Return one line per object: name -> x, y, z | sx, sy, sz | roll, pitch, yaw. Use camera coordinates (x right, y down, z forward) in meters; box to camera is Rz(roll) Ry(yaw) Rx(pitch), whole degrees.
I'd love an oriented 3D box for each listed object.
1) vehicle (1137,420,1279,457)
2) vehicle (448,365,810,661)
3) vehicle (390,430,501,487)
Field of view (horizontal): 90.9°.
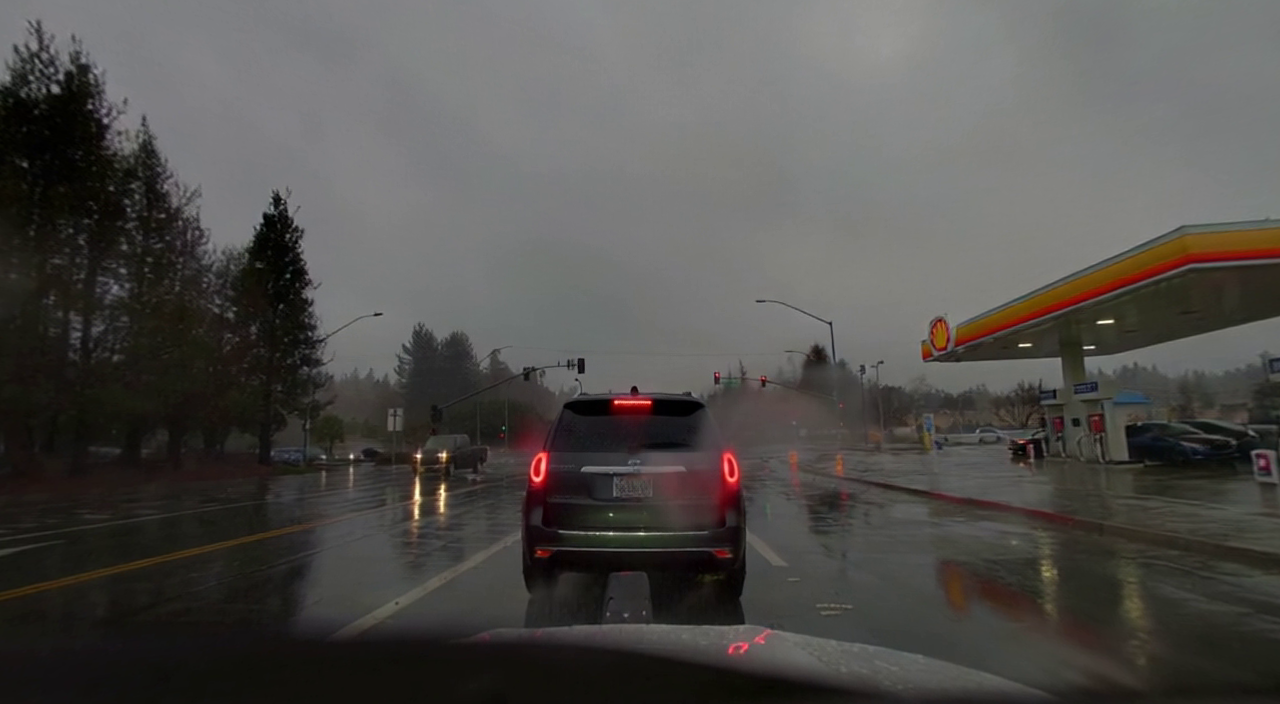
vehicle -> 25.933, 3.967, 28.782 | 4.551, 1.616, 1.973 | -2, -9, 11
vehicle -> 0.012, 1.314, 6.137 | 2.236, 1.819, 4.291 | -1, -9, 3
vehicle -> -6.651, 3.704, 22.191 | 2.065, 1.753, 4.525 | -1, -9, 6
